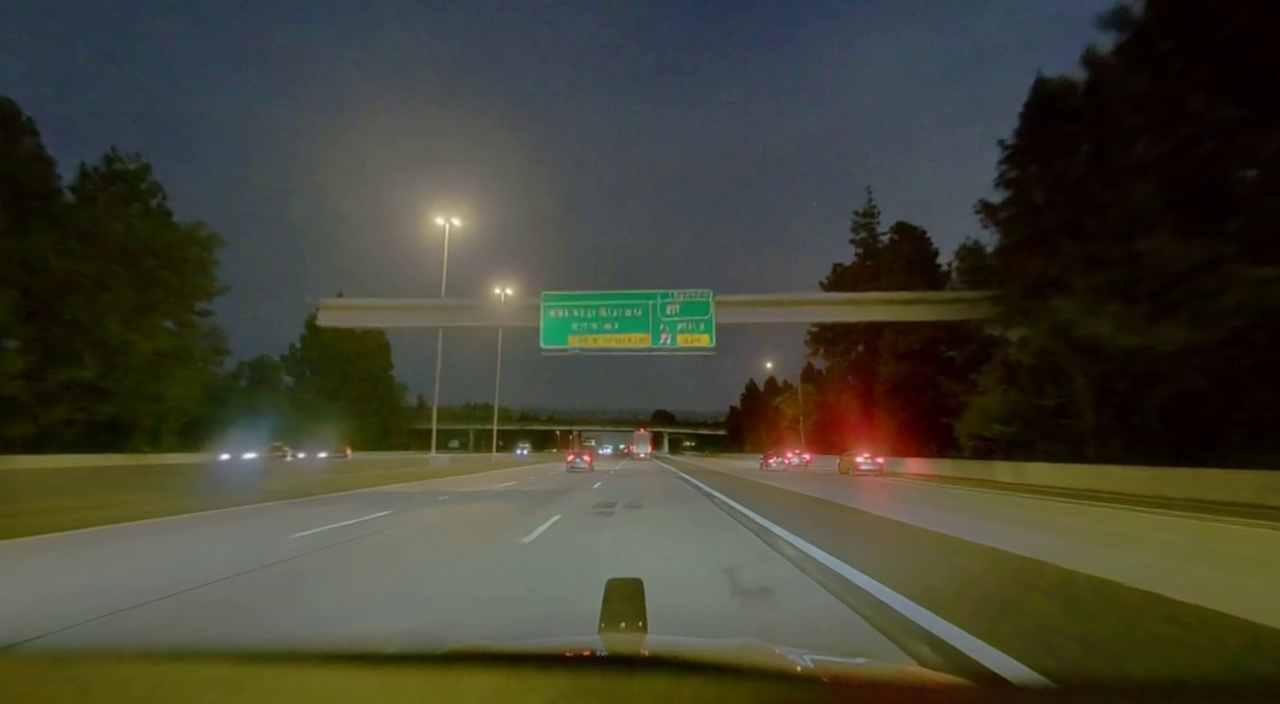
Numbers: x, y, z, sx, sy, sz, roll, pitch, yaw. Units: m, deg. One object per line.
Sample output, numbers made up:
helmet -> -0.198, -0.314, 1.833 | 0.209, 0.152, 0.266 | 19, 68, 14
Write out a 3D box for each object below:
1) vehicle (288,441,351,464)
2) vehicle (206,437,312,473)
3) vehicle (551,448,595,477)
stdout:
vehicle -> -24.244, 7.681, 47.929 | 1.992, 1.635, 5.180 | 0, -9, 1
vehicle -> -24.296, 6.617, 40.659 | 2.415, 2.092, 6.732 | 0, -9, 2
vehicle -> -3.754, 6.279, 36.037 | 2.070, 1.564, 4.145 | 0, -9, 0
